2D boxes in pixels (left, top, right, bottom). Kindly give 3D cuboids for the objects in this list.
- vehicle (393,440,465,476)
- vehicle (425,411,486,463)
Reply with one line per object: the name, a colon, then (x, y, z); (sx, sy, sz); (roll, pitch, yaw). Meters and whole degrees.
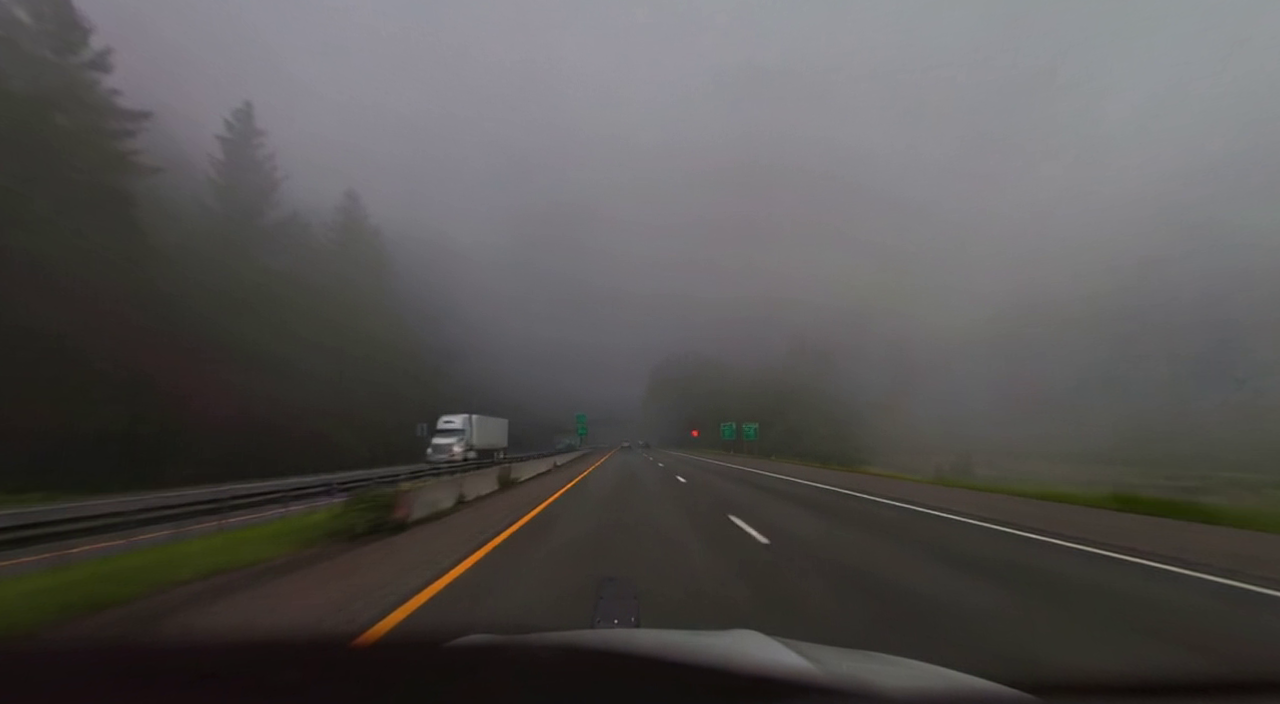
vehicle: (-9.716, 4.903, 29.299); (2.050, 1.530, 3.894); (0, -8, -1)
vehicle: (-14.260, 6.681, 49.241); (3.005, 3.778, 5.807); (0, -8, -1)
